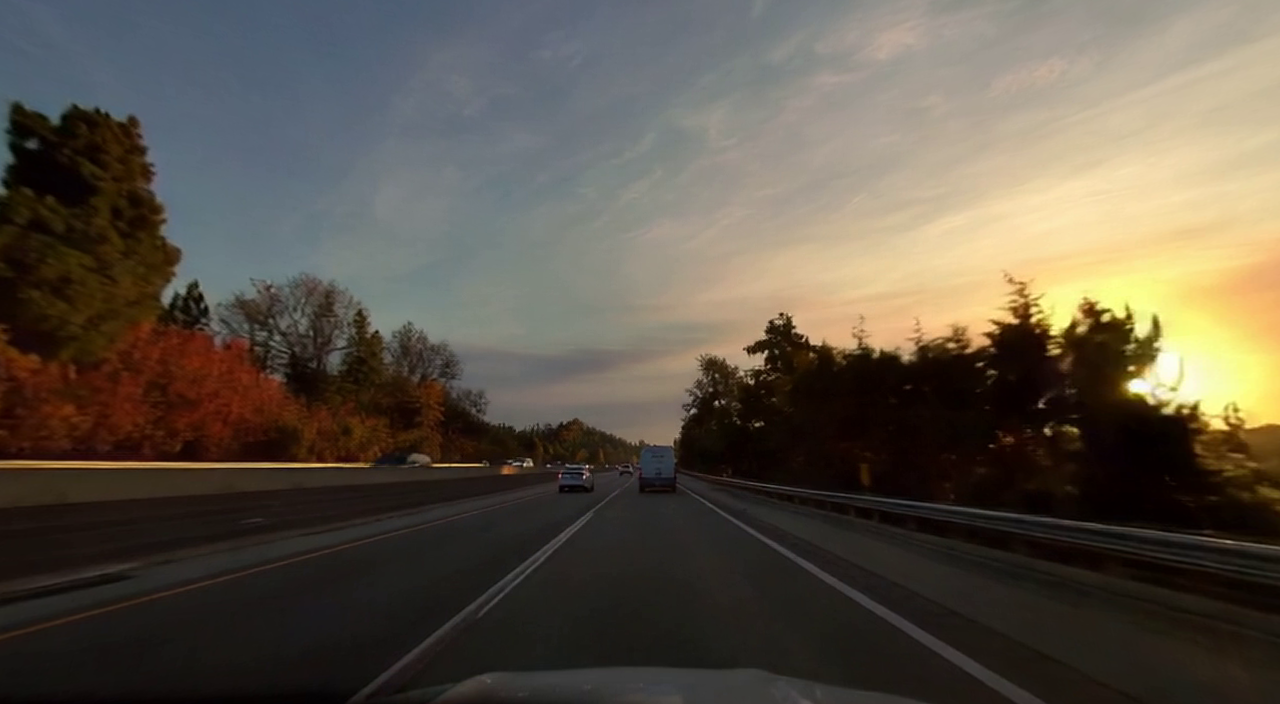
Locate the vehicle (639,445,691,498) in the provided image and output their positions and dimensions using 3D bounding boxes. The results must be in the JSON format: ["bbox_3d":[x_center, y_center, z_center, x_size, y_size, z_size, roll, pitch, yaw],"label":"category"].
[{"bbox_3d":[1.218,6.372,33.759,2.482,2.549,5.447,1,-10,-1],"label":"vehicle"}]

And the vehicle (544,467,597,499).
[{"bbox_3d":[-3.525,6.741,32.668,2.128,1.491,4.508,0,-10,1],"label":"vehicle"}]

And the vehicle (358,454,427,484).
[{"bbox_3d":[-13.014,6.218,33.454,1.800,1.437,4.400,1,-10,1],"label":"vehicle"}]
